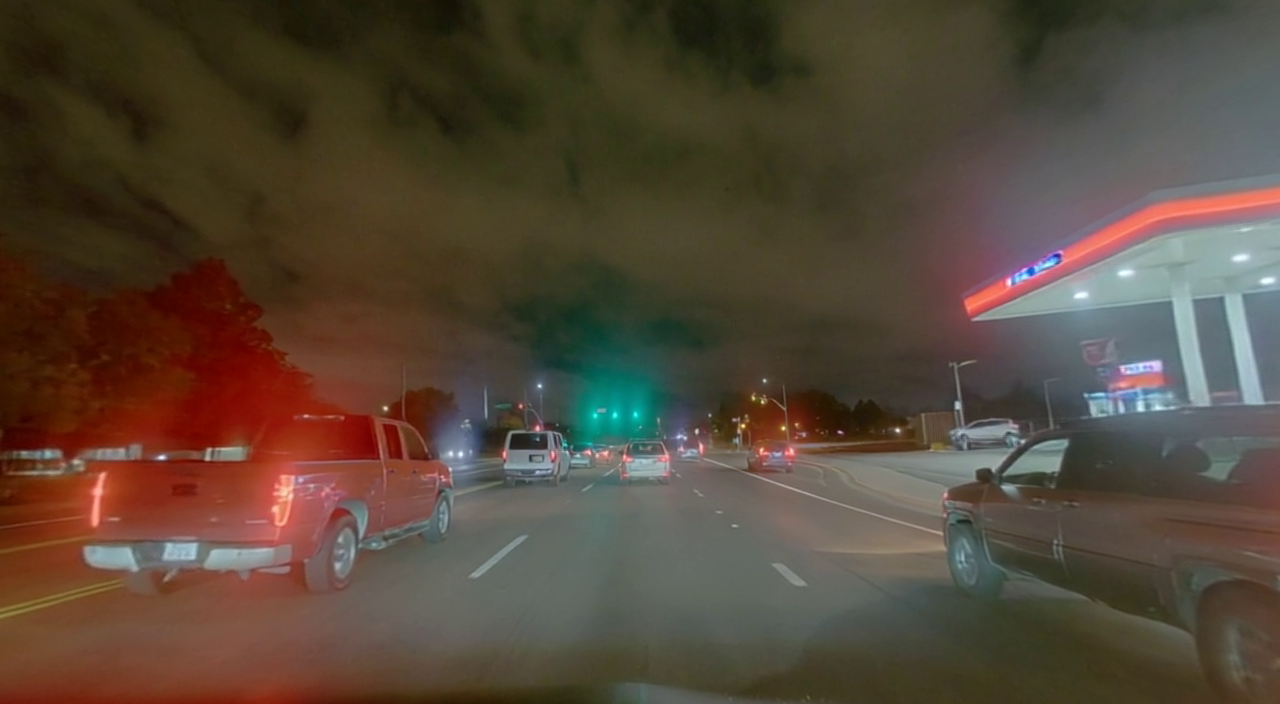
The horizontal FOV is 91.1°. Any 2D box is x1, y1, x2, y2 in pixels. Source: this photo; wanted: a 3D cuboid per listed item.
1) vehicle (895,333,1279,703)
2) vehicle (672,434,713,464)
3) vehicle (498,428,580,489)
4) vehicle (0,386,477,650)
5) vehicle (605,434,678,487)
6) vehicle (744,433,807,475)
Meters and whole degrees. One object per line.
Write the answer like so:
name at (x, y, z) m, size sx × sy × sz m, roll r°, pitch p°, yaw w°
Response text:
vehicle at (3.598, 1.032, 3.866) m, size 2.055 × 1.786 × 4.817 m, roll 0°, pitch -8°, yaw 1°
vehicle at (3.316, 6.311, 40.817) m, size 2.193 × 1.795 × 5.130 m, roll 0°, pitch -8°, yaw 0°
vehicle at (-3.469, 3.769, 22.630) m, size 2.025 × 1.936 × 4.995 m, roll 0°, pitch -8°, yaw 1°
vehicle at (-3.515, 1.482, 6.846) m, size 2.002 × 1.747 × 5.173 m, roll 0°, pitch -8°, yaw 1°
vehicle at (0.068, 3.999, 23.579) m, size 2.426 × 1.703 × 5.602 m, roll 0°, pitch -8°, yaw 1°
vehicle at (6.012, 4.594, 28.487) m, size 2.119 × 1.696 × 4.623 m, roll -1°, pitch -8°, yaw 4°
